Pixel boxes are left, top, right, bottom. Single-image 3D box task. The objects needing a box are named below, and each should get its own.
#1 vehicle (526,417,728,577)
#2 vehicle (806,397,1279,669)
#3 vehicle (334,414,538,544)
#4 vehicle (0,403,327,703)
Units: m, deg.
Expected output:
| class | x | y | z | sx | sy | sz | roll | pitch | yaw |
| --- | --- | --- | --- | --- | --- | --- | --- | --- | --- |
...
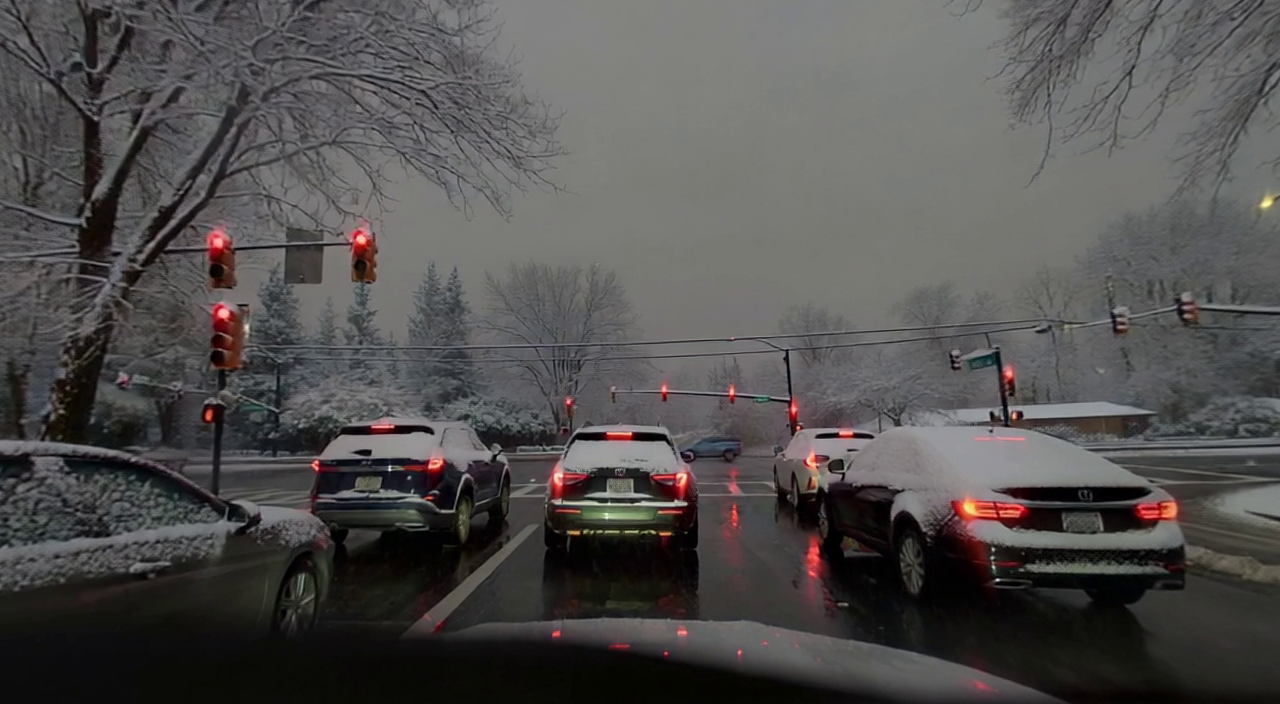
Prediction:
| class | x | y | z | sx | sy | sz | roll | pitch | yaw |
| --- | --- | --- | --- | --- | --- | --- | --- | --- | --- |
| vehicle | -0.103 | 1.800 | 8.544 | 2.106 | 1.655 | 3.717 | 0 | -8 | 1 |
| vehicle | 3.224 | 1.442 | 6.186 | 2.006 | 1.659 | 4.462 | 0 | -8 | 1 |
| vehicle | -3.229 | 2.115 | 11.155 | 2.048 | 1.805 | 4.405 | 0 | -8 | 1 |
| vehicle | -3.355 | 0.947 | 2.364 | 1.863 | 1.495 | 4.667 | 0 | -8 | 2 |
